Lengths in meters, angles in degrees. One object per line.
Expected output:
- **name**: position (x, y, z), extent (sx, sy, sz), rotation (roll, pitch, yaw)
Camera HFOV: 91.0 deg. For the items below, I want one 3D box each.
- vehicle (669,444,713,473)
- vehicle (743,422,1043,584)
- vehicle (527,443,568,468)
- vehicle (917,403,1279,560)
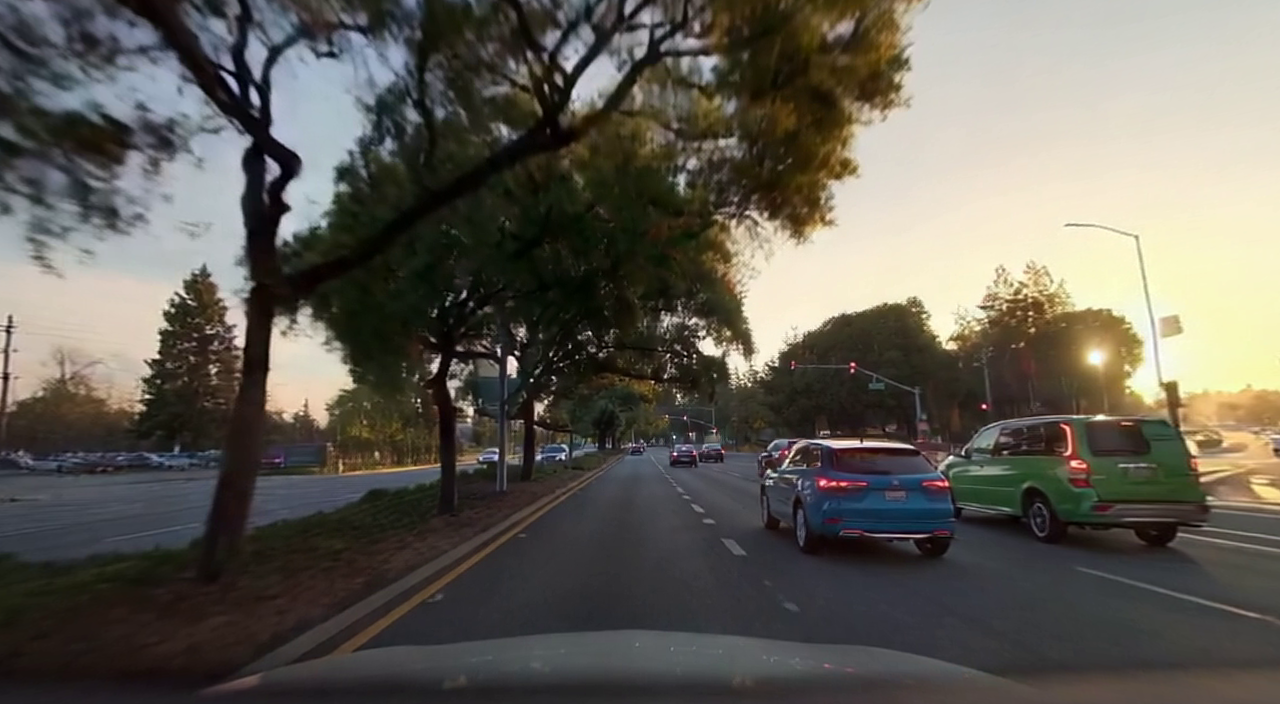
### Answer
- **vehicle**: position (2.709, 5.796, 34.572), extent (1.980, 1.484, 4.093), rotation (0, -8, -1)
- **vehicle**: position (2.874, 1.836, 8.656), extent (1.932, 1.547, 4.992), rotation (0, -8, -2)
- **vehicle**: position (-6.583, 7.387, 45.192), extent (2.113, 1.693, 4.370), rotation (0, -8, 2)
- **vehicle**: position (6.437, 1.852, 9.716), extent (2.153, 1.811, 4.595), rotation (0, -8, -1)
